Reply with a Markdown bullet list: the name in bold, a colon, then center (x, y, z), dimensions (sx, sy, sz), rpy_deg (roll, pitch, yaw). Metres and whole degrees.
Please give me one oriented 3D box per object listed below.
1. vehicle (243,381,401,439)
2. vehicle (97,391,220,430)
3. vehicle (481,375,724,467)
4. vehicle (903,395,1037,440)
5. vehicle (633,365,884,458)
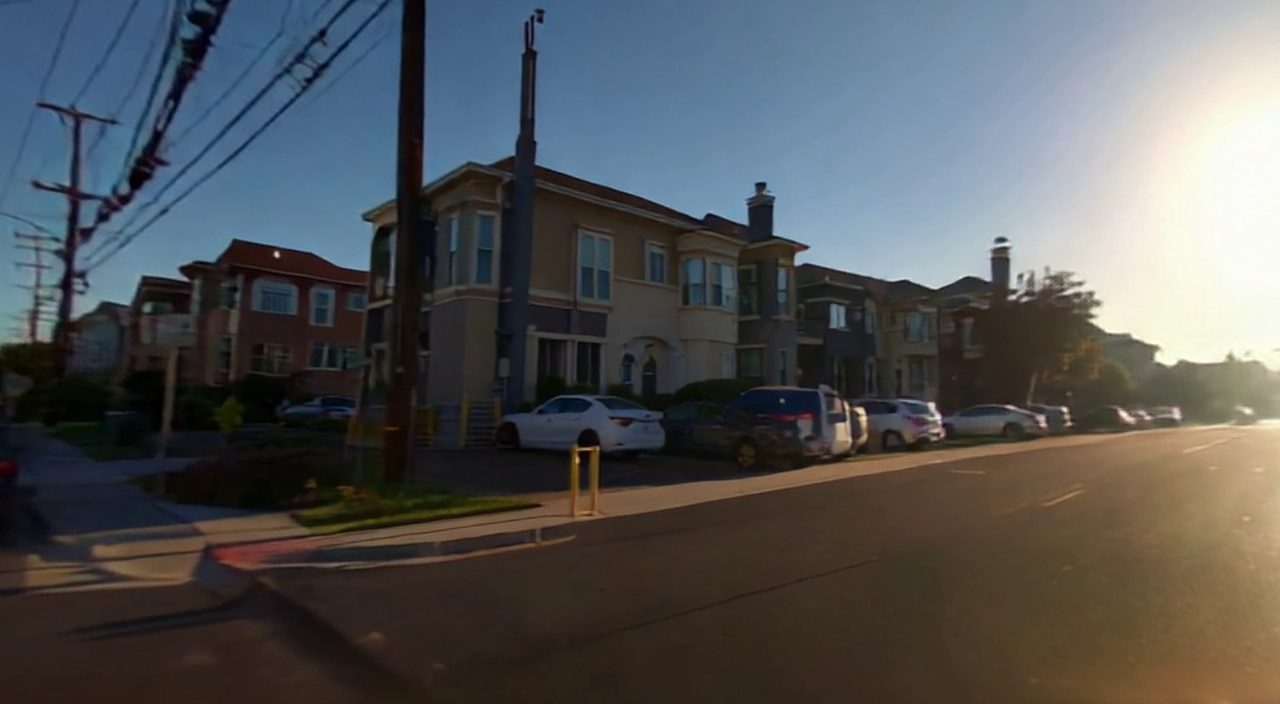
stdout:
- **vehicle**: center (-12.027, 2.173, 23.805), dimensions (5.778, 1.875, 2.152), rpy_deg (-1, -8, 27)
- **vehicle**: center (-23.440, 2.800, 30.838), dimensions (1.714, 1.608, 4.520), rpy_deg (-2, -2, 42)
- **vehicle**: center (-0.692, 1.410, 13.114), dimensions (4.648, 1.659, 1.897), rpy_deg (0, -7, 14)
- **vehicle**: center (13.430, 2.690, 25.913), dimensions (4.450, 1.707, 1.902), rpy_deg (0, -7, 10)
- **vehicle**: center (2.775, 1.438, 15.245), dimensions (5.514, 1.976, 2.153), rpy_deg (0, -7, 11)
